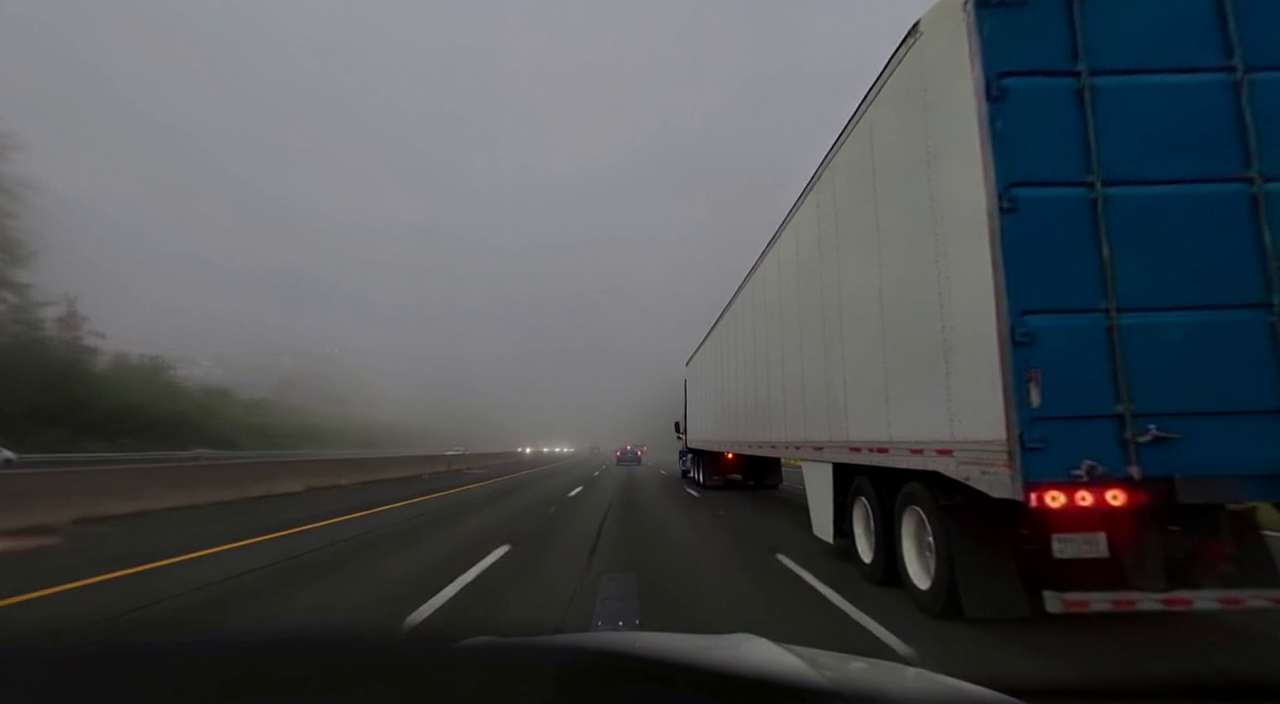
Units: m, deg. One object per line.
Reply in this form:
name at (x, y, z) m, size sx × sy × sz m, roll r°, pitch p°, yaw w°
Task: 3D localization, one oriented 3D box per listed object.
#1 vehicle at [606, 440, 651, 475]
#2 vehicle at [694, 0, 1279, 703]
vehicle at (-0.609, 5.544, 33.275) m, size 2.191 × 1.685 × 4.015 m, roll 0°, pitch -9°, yaw -1°
vehicle at (3.304, 0.838, 10.726) m, size 2.996 × 4.123 × 15.965 m, roll 0°, pitch -9°, yaw -1°
